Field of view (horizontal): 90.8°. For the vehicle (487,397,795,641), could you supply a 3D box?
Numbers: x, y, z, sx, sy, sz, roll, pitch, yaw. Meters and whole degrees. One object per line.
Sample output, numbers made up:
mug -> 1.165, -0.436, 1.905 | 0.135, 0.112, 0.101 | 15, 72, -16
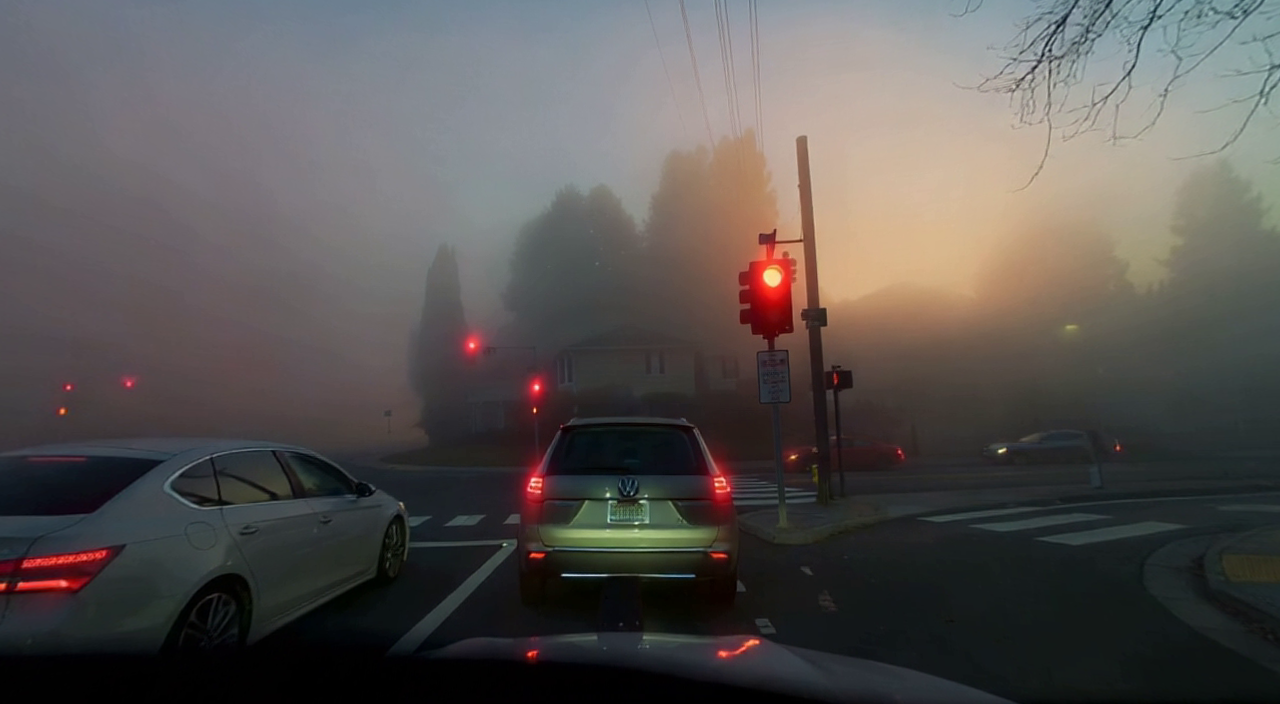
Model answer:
vehicle -> -0.132, 1.469, 6.569 | 2.154, 1.670, 4.140 | 1, -9, -4

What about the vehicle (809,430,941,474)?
vehicle -> 9.945, 4.281, 27.091 | 4.887, 1.769, 2.035 | -1, -9, 6

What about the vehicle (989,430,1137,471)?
vehicle -> 17.436, 4.097, 26.260 | 4.670, 1.616, 1.926 | -1, -9, 6

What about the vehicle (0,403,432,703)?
vehicle -> -3.284, 1.275, 4.719 | 2.035, 1.492, 4.415 | 0, -9, -1
